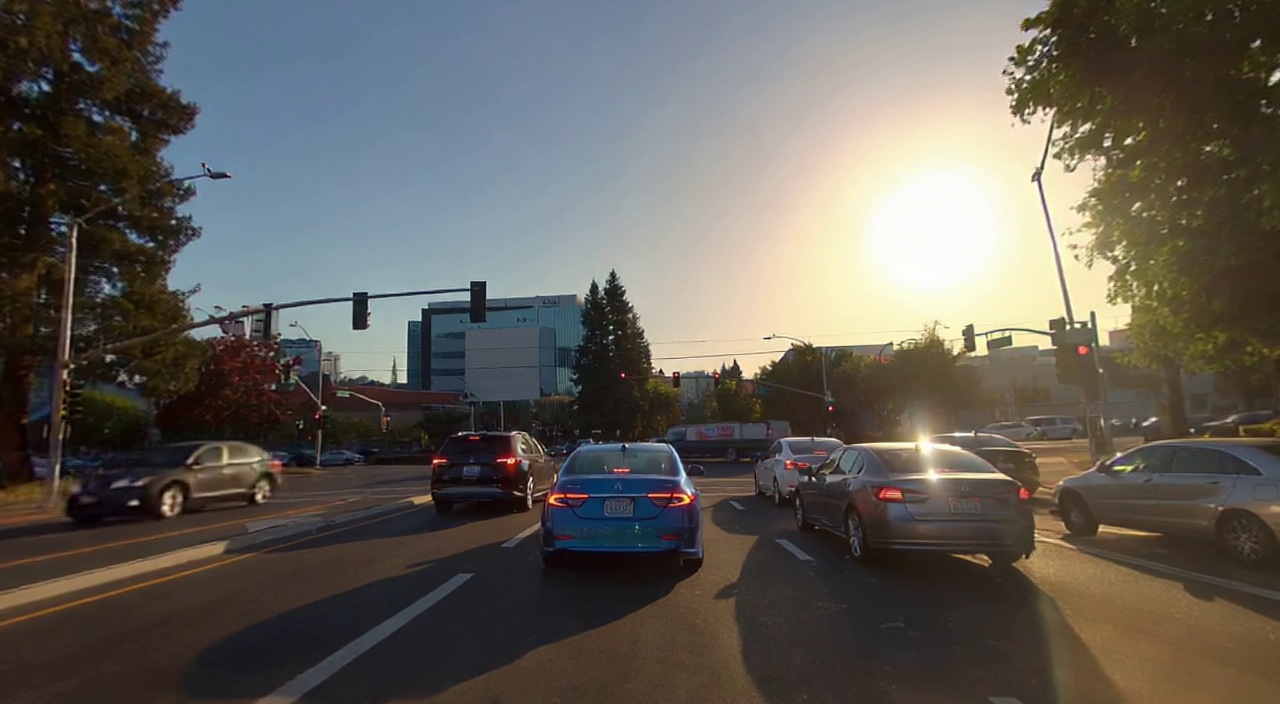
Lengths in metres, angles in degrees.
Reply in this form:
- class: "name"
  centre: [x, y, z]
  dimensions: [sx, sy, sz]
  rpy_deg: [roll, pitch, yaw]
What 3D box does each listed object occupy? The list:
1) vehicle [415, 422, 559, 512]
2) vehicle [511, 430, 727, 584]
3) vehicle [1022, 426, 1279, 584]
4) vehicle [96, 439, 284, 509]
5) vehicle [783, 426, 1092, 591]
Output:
- class: "vehicle"
  centre: [-3.431, 2.709, 15.403]
  dimensions: [2.160, 1.823, 5.115]
  rpy_deg: [0, -8, 1]
- class: "vehicle"
  centre: [-0.176, 1.801, 8.162]
  dimensions: [2.098, 1.477, 3.897]
  rpy_deg: [0, -8, 1]
- class: "vehicle"
  centre: [7.190, 1.735, 7.821]
  dimensions: [2.004, 1.508, 4.646]
  rpy_deg: [0, -8, 0]
- class: "vehicle"
  centre: [-12.296, 3.322, 17.737]
  dimensions: [1.959, 1.704, 4.410]
  rpy_deg: [0, -8, 1]
- class: "vehicle"
  centre: [3.238, 1.759, 8.001]
  dimensions: [2.020, 1.513, 4.120]
  rpy_deg: [0, -8, 2]
